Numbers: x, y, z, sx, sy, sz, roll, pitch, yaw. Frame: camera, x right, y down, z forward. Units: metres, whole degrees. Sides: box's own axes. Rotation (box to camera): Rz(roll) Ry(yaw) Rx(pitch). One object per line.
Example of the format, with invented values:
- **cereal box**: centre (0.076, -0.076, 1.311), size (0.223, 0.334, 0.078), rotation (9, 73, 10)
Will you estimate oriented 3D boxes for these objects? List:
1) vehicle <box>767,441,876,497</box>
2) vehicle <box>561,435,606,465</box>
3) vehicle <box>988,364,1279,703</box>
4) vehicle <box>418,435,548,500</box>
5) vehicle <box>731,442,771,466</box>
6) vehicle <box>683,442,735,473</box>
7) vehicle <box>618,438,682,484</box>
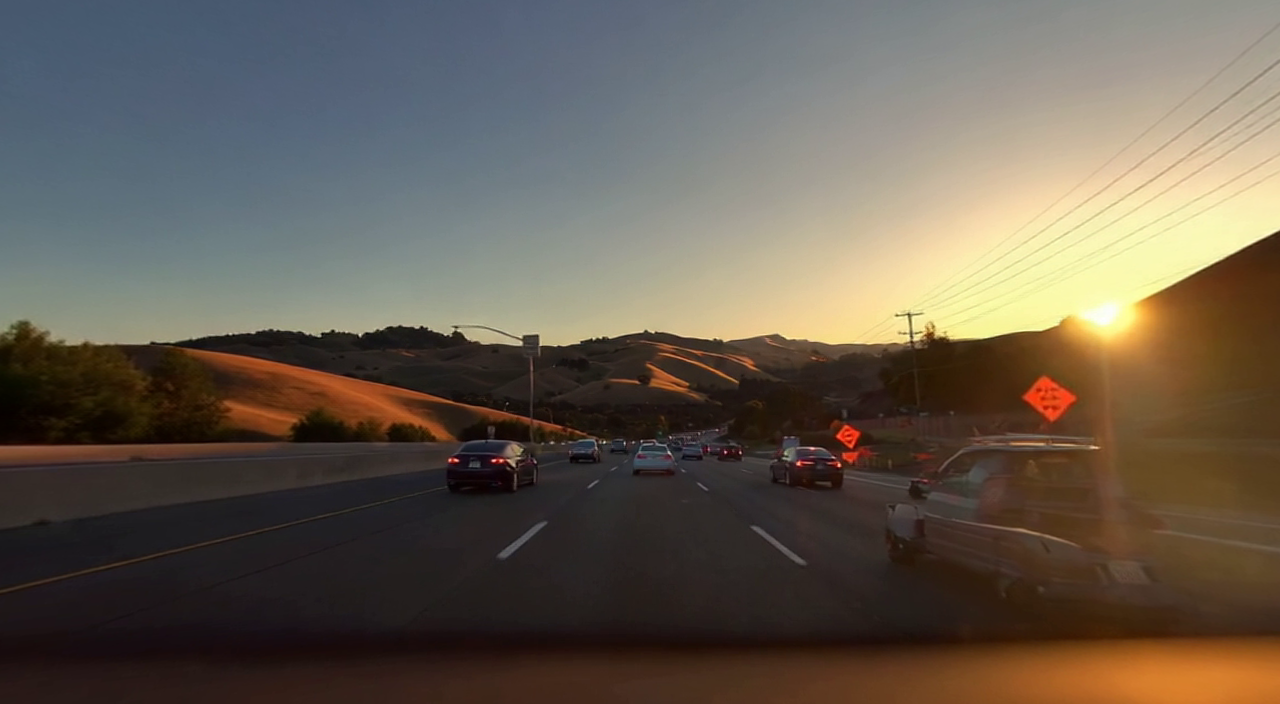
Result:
- **vehicle**: centre (5.263, 3.413, 18.916), size (1.867, 1.465, 4.093), rotation (0, -8, -3)
- **vehicle**: centre (-3.289, 5.817, 37.665), size (2.234, 1.675, 4.527), rotation (0, -8, 1)
- **vehicle**: centre (3.848, 0.885, 2.743), size (2.018, 1.670, 4.658), rotation (0, -8, 0)
- **vehicle**: centre (-3.834, 2.905, 16.296), size (2.232, 1.438, 4.163), rotation (0, -8, 1)
- **vehicle**: centre (8.170, 7.520, 46.832), size (2.042, 1.684, 4.609), rotation (0, -8, 0)
- **vehicle**: centre (3.505, 5.408, 32.617), size (2.177, 1.453, 4.205), rotation (0, -8, 0)
- **vehicle**: centre (0.340, 3.935, 23.121), size (2.138, 1.473, 4.392), rotation (0, -8, 0)
